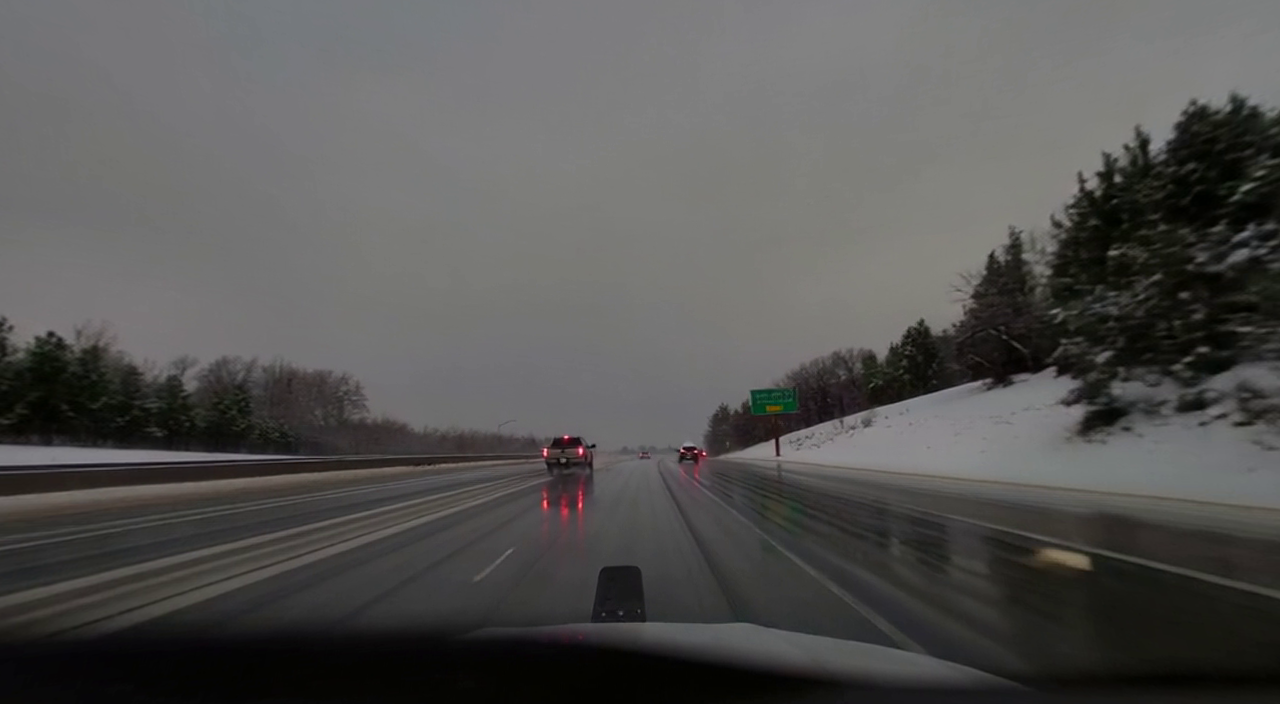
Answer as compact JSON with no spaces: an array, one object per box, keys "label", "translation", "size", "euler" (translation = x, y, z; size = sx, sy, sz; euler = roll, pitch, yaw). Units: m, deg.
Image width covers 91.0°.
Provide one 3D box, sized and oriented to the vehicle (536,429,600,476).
[{"label":"vehicle","translation":[-3.671,5.324,33.524],"size":[2.496,2.203,6.317],"euler":[0,-9,2]}]
